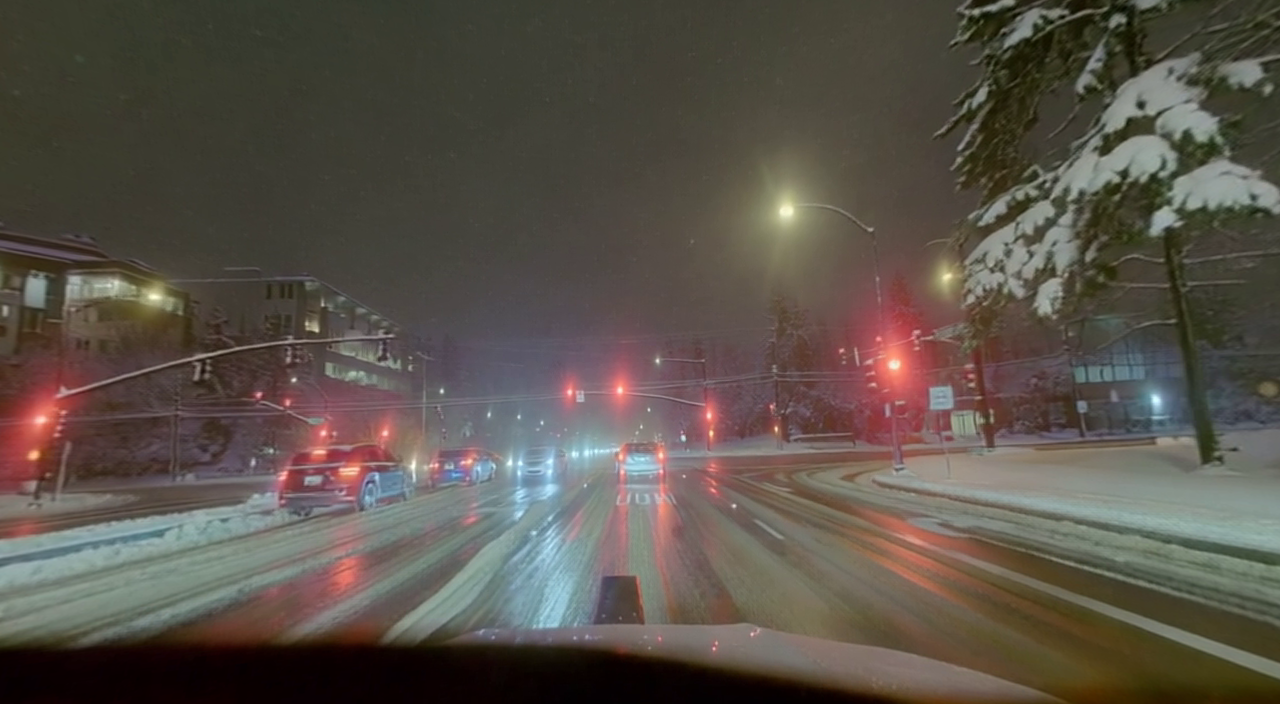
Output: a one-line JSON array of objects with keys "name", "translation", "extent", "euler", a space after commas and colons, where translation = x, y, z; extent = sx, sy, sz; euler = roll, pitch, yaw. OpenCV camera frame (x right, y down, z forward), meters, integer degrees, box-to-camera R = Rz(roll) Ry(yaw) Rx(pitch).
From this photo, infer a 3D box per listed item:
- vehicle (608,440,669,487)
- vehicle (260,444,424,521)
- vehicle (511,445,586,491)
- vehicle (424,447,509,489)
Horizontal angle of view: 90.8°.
[{"name": "vehicle", "translation": [-0.036, 3.915, 22.538], "extent": [1.985, 1.521, 3.968], "euler": [0, -8, 0]}, {"name": "vehicle", "translation": [-6.839, 2.992, 15.077], "extent": [1.869, 1.570, 4.064], "euler": [0, -8, 1]}, {"name": "vehicle", "translation": [-3.098, 3.999, 22.190], "extent": [1.946, 1.437, 4.154], "euler": [0, -8, 1]}, {"name": "vehicle", "translation": [-6.664, 4.482, 24.780], "extent": [2.074, 1.447, 4.224], "euler": [0, -8, 1]}]
